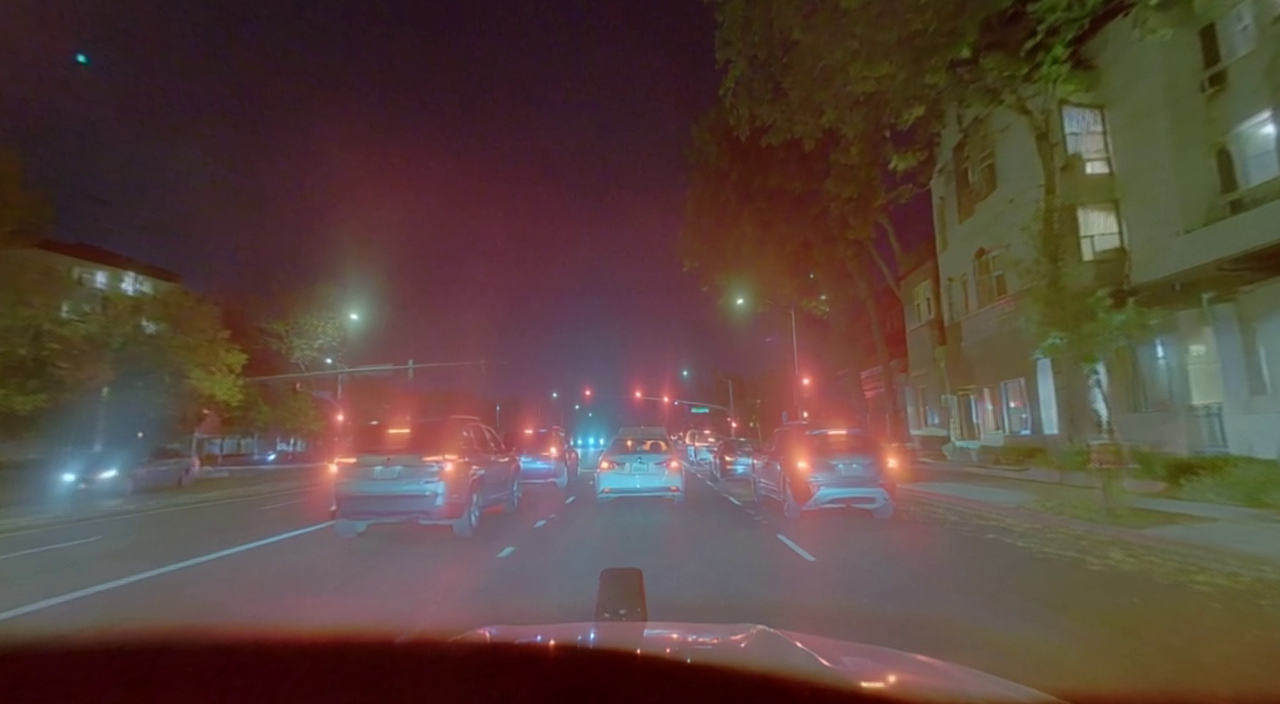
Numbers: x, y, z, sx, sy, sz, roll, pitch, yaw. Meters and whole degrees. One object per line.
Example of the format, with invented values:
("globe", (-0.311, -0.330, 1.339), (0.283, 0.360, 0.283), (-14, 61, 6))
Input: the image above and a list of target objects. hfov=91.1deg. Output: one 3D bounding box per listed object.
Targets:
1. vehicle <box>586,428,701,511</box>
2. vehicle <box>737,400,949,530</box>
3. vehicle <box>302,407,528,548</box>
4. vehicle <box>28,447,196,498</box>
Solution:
("vehicle", (0.043, 2.366, 13.082), (2.021, 1.461, 3.862), (0, -8, 0))
("vehicle", (3.255, 1.945, 11.328), (2.141, 1.833, 4.704), (0, -8, -2))
("vehicle", (-3.134, 1.843, 9.867), (1.912, 1.703, 4.261), (0, -8, 1))
("vehicle", (-21.347, 4.831, 25.842), (2.219, 1.786, 5.705), (1, -8, -4))
